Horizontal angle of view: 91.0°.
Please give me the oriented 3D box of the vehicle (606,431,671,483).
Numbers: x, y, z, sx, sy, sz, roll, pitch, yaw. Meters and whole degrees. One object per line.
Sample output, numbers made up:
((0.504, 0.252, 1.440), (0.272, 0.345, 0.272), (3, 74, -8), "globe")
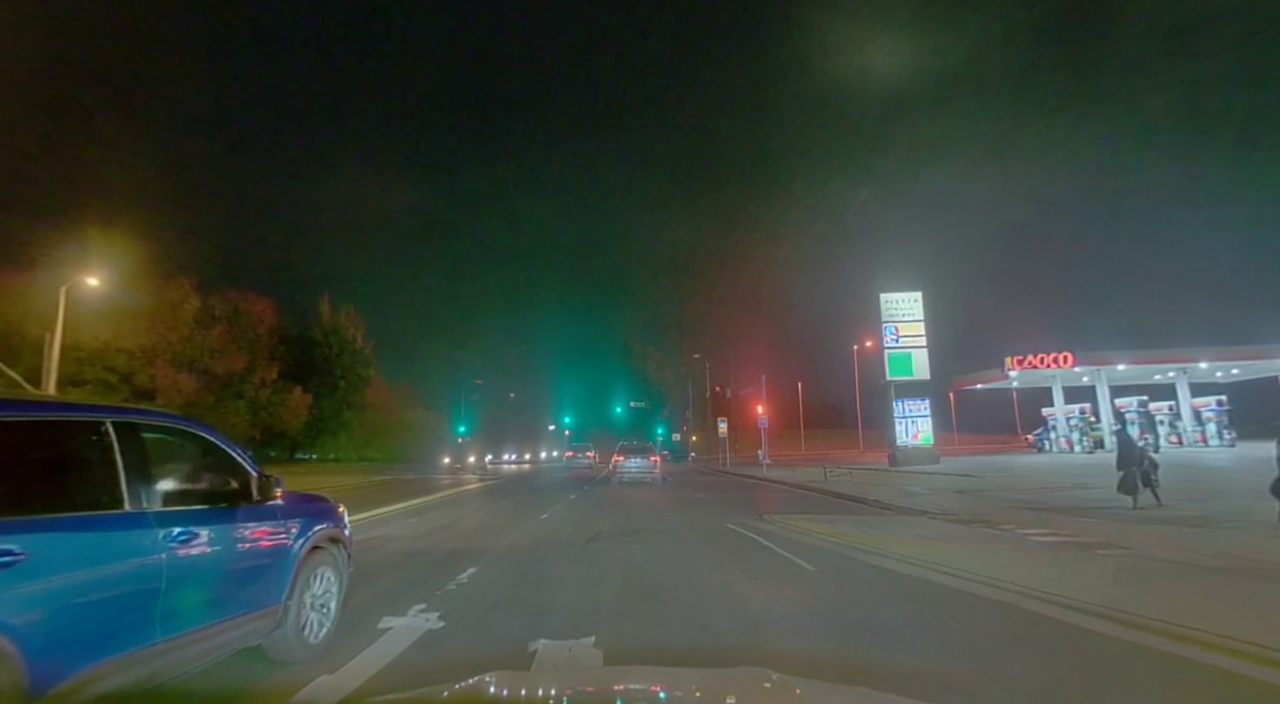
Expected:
((-0.119, 4.569, 27.722), (2.552, 1.999, 5.498), (0, -8, -1), "vehicle")

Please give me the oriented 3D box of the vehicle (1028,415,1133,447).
((28.108, 5.068, 40.257), (5.102, 1.893, 2.120), (0, -9, -1), "vehicle")

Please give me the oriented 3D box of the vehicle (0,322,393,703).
((-3.183, 0.900, 2.786), (2.247, 1.734, 4.919), (0, -8, -1), "vehicle")

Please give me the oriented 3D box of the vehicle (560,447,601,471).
((-3.866, 6.994, 41.488), (2.192, 1.458, 4.594), (0, -8, 1), "vehicle")
